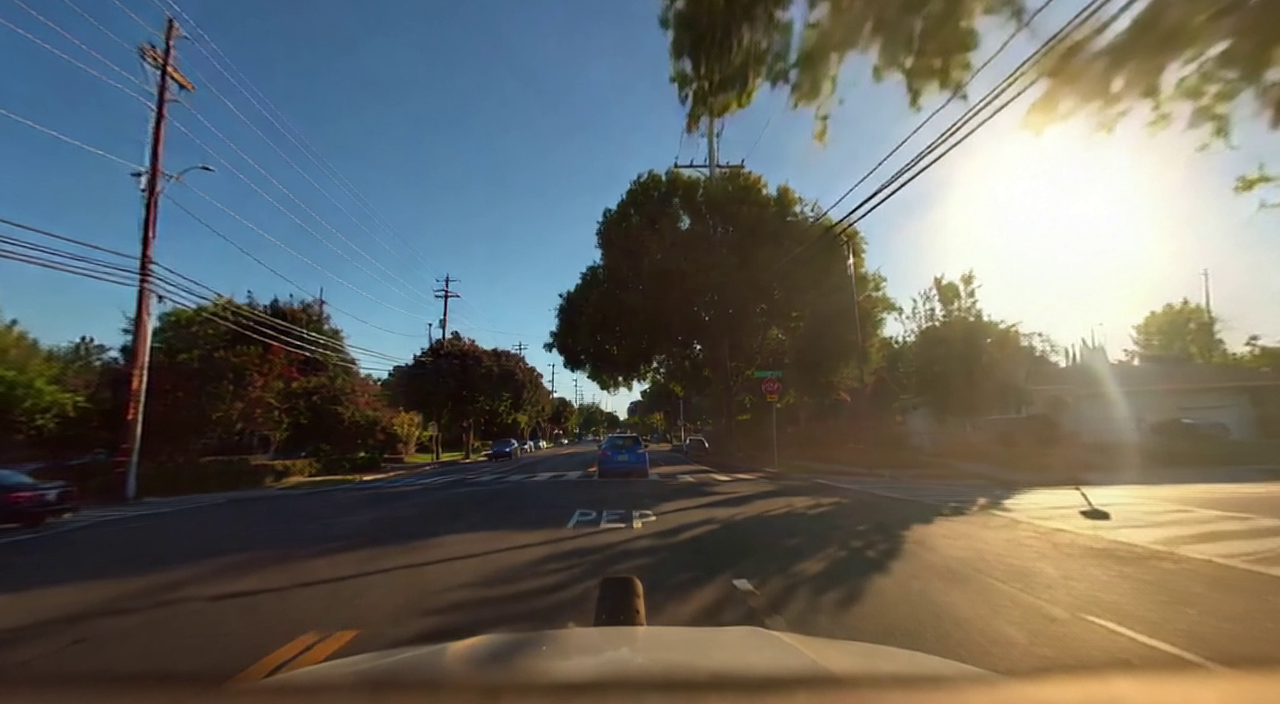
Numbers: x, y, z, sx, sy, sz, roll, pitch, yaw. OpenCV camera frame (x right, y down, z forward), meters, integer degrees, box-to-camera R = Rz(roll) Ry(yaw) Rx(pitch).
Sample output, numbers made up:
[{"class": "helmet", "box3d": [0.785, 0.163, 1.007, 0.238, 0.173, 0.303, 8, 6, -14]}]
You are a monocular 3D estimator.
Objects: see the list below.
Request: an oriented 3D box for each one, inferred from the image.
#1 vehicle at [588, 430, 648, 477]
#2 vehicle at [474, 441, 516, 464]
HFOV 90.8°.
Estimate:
[{"class": "vehicle", "box3d": [-0.689, 3.446, 21.596, 1.877, 1.448, 3.830, 0, -8, 0]}, {"class": "vehicle", "box3d": [-9.924, 6.903, 43.527, 1.934, 1.506, 4.032, 0, -8, -1]}]
